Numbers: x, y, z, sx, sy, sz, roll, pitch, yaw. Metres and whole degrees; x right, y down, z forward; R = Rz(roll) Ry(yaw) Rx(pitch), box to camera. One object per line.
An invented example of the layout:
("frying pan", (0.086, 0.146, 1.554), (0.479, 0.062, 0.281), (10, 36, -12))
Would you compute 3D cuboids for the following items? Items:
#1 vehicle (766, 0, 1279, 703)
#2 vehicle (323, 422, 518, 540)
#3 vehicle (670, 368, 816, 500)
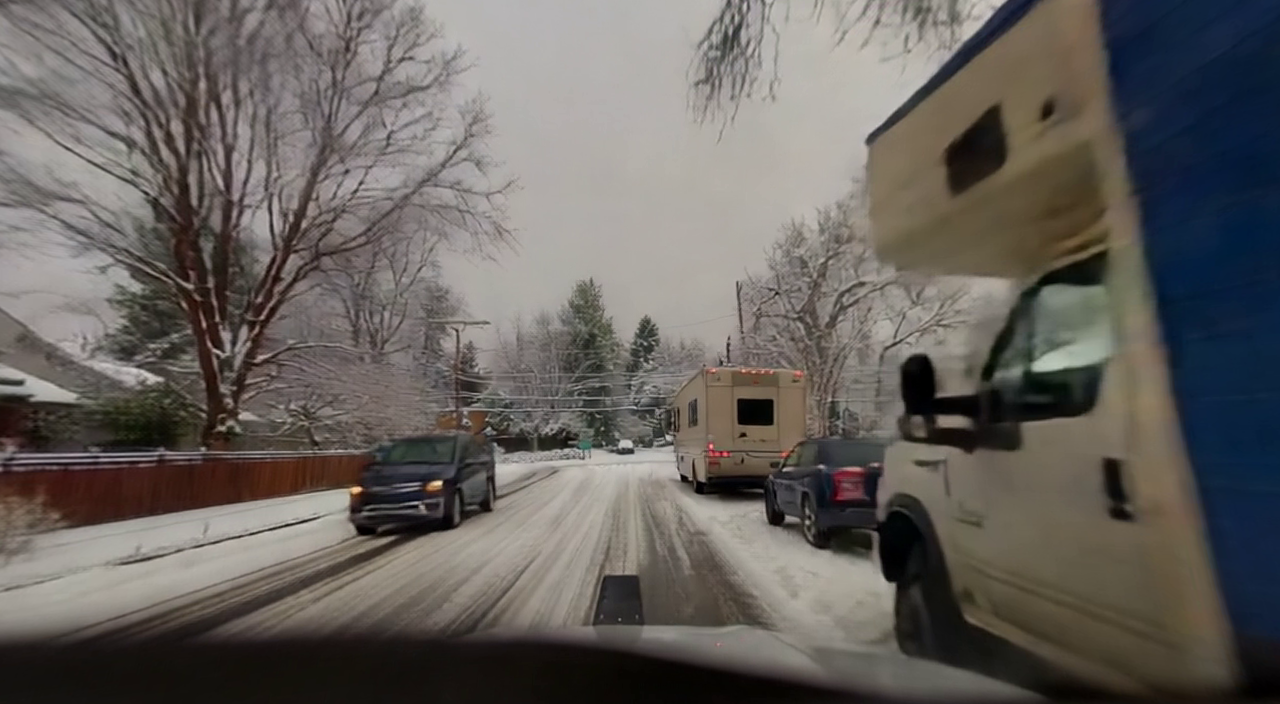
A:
("vehicle", (3.028, -0.207, 0.838), (3.052, 3.440, 11.052), (0, -8, -2))
("vehicle", (-3.752, 2.282, 11.781), (2.194, 1.763, 4.288), (0, -8, -2))
("vehicle", (2.733, 2.654, 20.032), (2.915, 3.243, 8.972), (0, -8, -1))
